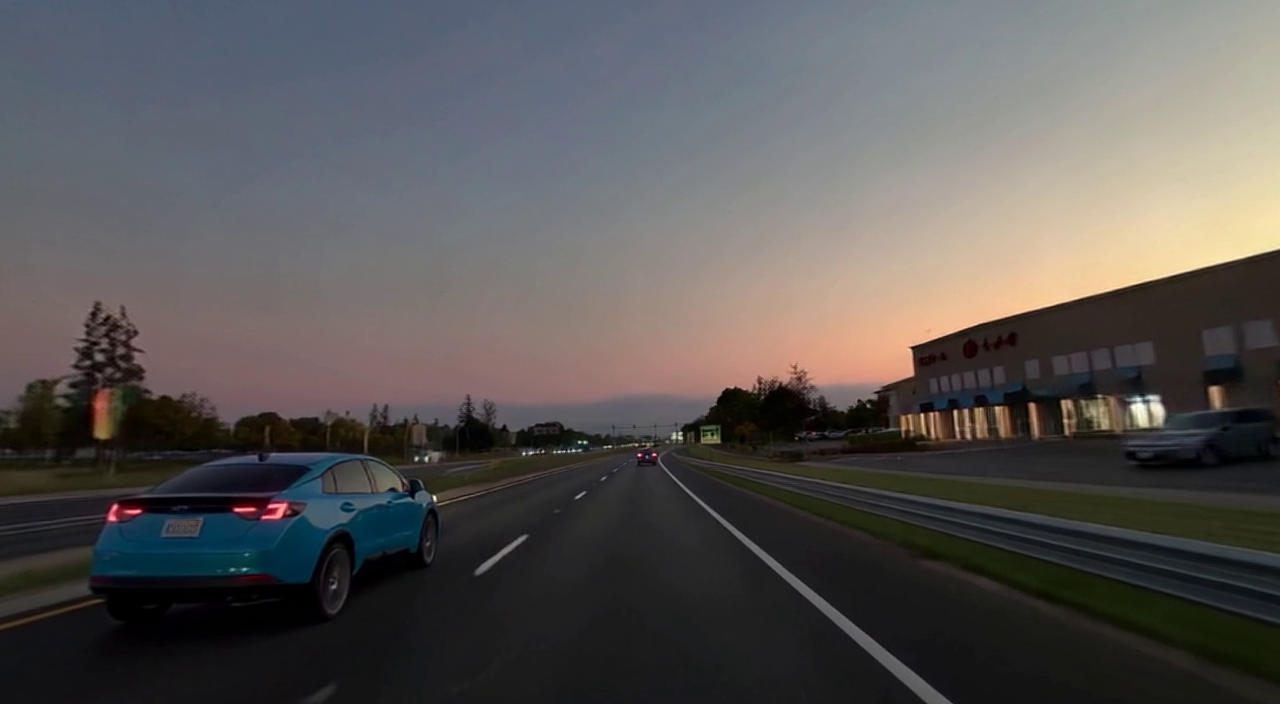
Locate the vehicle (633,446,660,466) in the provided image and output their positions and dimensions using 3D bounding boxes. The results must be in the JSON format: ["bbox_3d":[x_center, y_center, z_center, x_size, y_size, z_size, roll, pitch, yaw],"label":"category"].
[{"bbox_3d":[0.465,8.054,48.712,2.014,1.507,3.960,0,-9,0],"label":"vehicle"}]
